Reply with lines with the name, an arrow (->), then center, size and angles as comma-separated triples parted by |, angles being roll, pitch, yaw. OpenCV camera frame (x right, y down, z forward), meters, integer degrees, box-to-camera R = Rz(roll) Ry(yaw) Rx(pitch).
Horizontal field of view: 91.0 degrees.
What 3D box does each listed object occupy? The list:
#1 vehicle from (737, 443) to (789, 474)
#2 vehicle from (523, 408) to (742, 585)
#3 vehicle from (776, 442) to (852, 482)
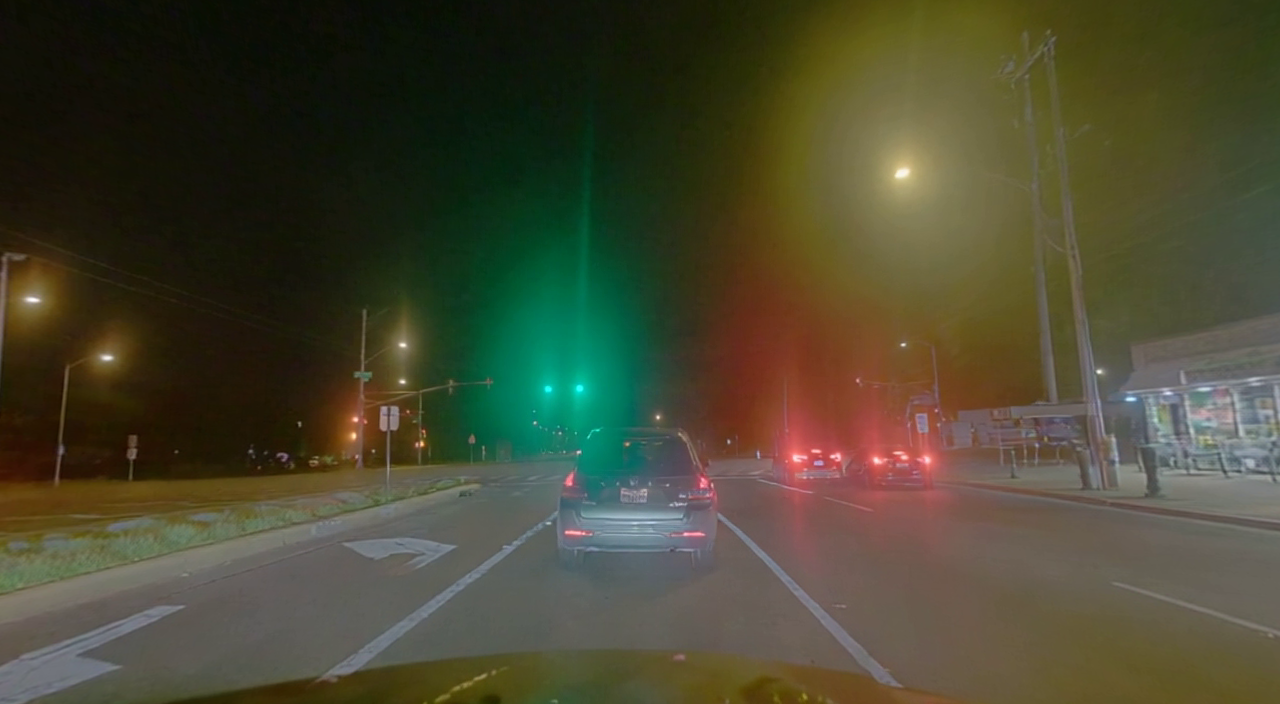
vehicle -> 6.274, 5.457, 32.642 | 1.961, 1.477, 4.454 | 0, -9, 2
vehicle -> -0.058, 1.696, 8.123 | 2.115, 1.700, 3.901 | 0, -8, 1
vehicle -> 6.863, 4.379, 25.273 | 1.833, 1.452, 4.237 | 0, -9, 0
